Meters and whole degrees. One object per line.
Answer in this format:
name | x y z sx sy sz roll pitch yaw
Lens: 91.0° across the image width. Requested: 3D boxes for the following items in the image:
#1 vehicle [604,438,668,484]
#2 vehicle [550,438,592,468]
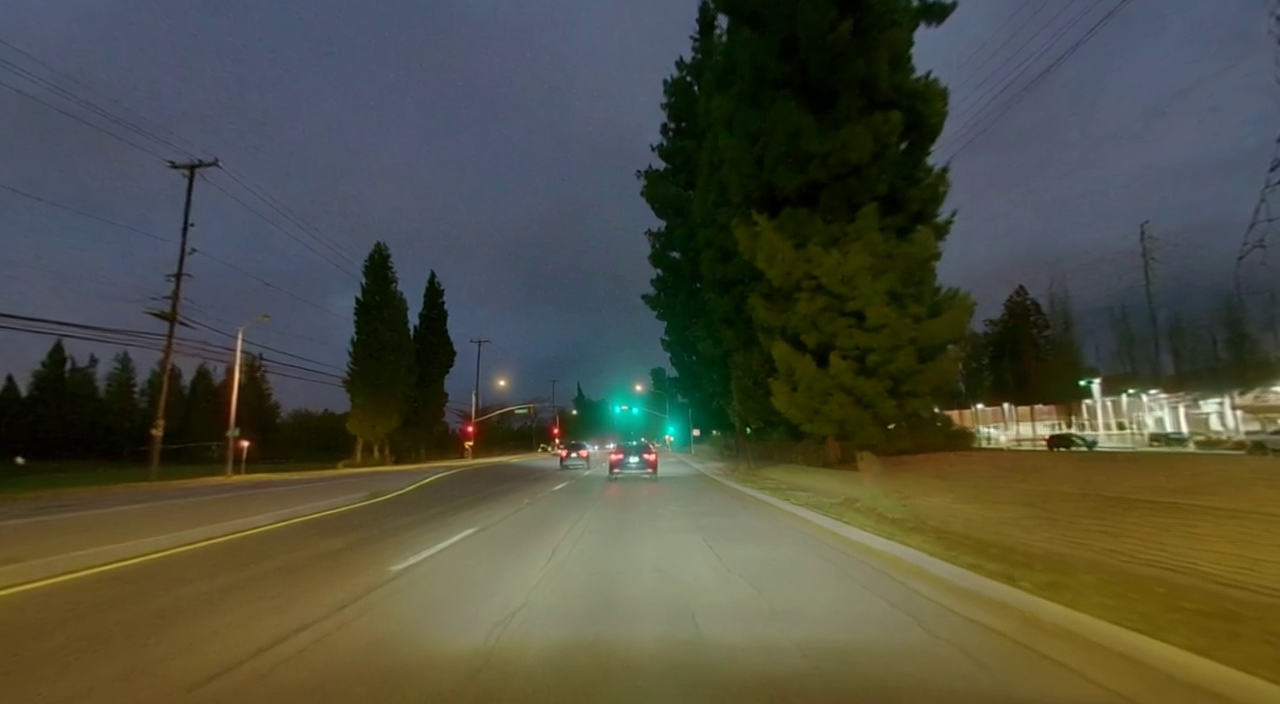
vehicle | -0.128 4.210 24.668 2.235 1.597 4.918 0 -9 0
vehicle | -4.275 6.330 39.714 2.189 1.776 4.342 0 -9 0
